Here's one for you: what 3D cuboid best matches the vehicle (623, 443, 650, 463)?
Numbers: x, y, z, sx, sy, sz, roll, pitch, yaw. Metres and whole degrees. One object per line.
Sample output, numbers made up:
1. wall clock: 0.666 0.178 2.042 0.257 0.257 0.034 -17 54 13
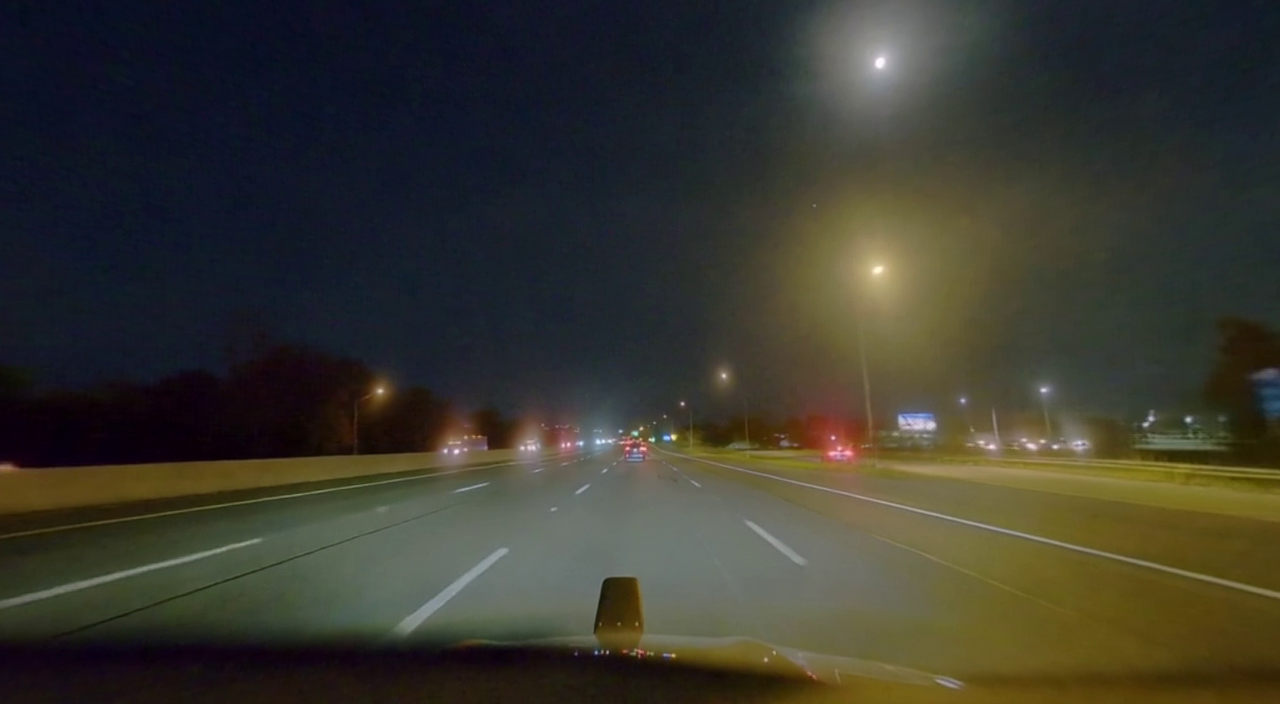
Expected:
1. vehicle: -0.292 7.778 48.592 2.025 1.460 4.189 0 -8 -1
